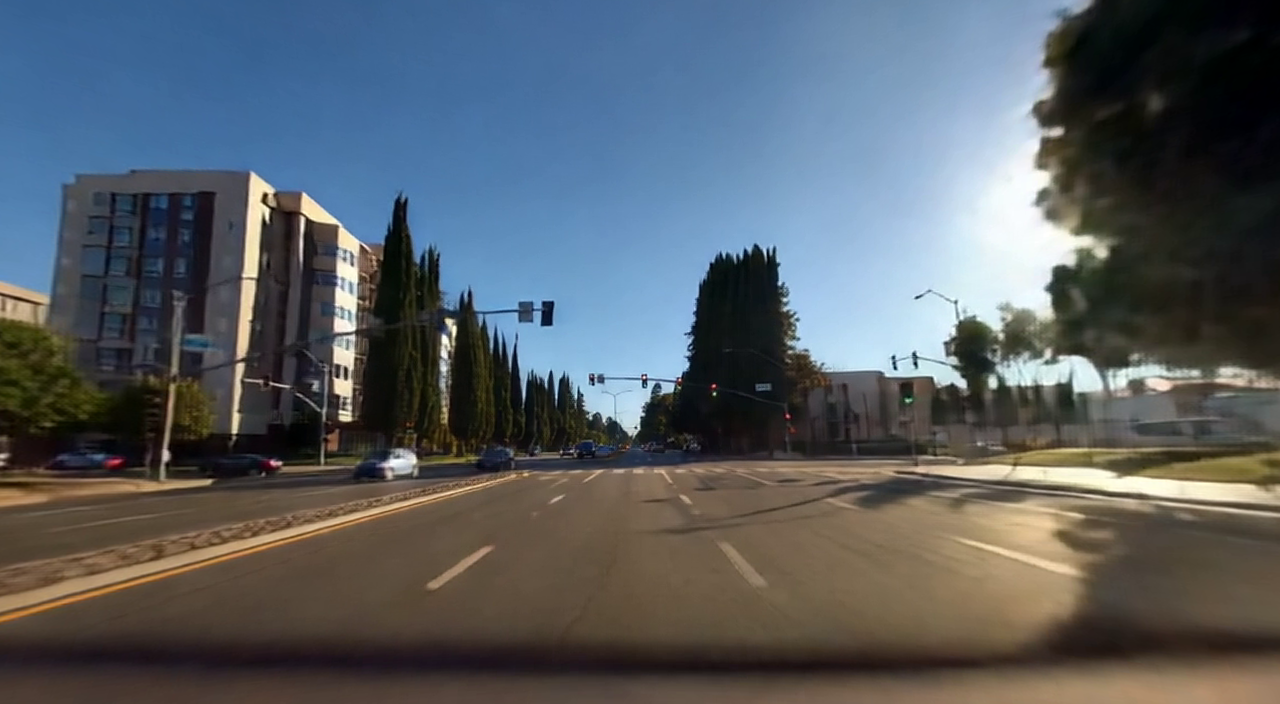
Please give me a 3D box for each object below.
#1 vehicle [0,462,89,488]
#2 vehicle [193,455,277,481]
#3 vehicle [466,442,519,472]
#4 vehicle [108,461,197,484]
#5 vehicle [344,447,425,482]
[{"bbox_3d":[-39.880,8.221,42.277,4.110,1.576,1.853,0,-8,0],"label":"vehicle"},{"bbox_3d":[-26.207,7.492,40.919,4.464,1.599,2.014,-3,-9,15],"label":"vehicle"},{"bbox_3d":[-8.895,6.365,38.502,2.140,1.685,4.571,0,-8,0],"label":"vehicle"},{"bbox_3d":[-32.424,8.007,42.086,4.528,1.451,1.844,-1,-8,4],"label":"vehicle"},{"bbox_3d":[-11.990,5.280,29.995,1.952,1.478,4.521,0,-8,0],"label":"vehicle"}]
